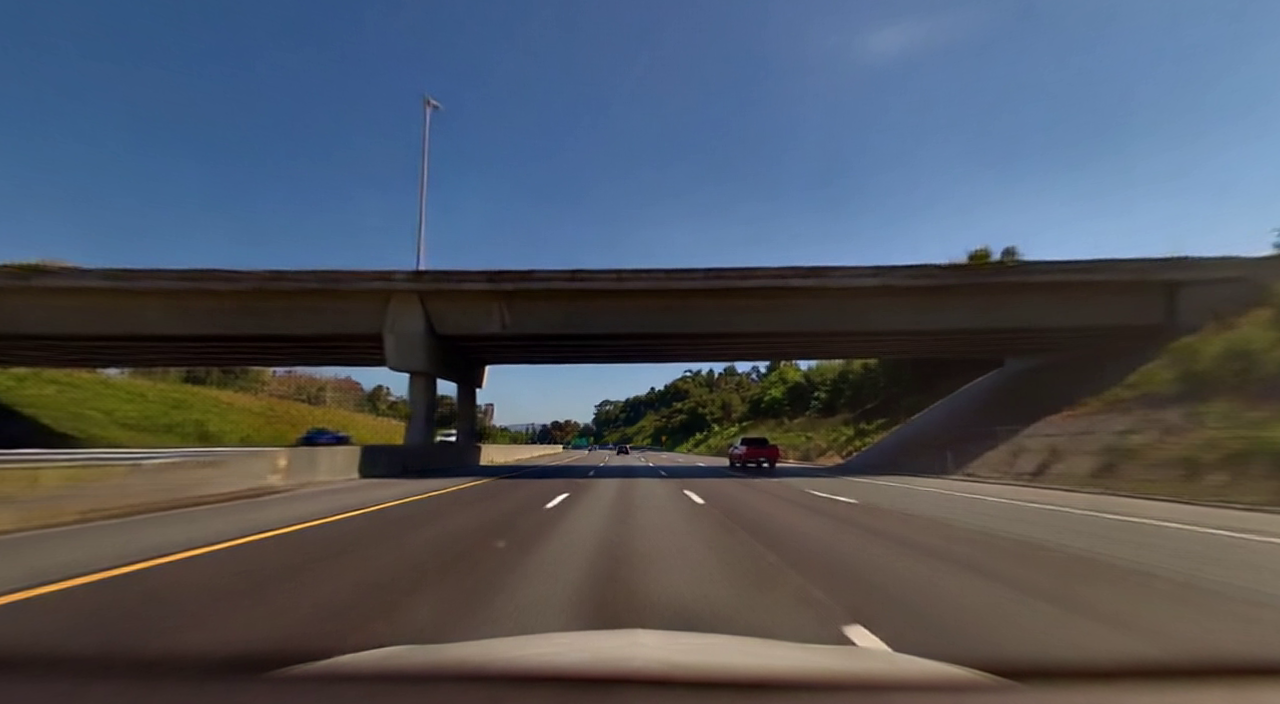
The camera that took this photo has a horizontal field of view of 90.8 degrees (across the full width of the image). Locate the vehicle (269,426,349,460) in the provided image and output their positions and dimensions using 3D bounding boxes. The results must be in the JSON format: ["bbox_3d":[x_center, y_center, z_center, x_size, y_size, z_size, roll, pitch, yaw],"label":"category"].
[{"bbox_3d":[-19.689,5.470,37.885,2.068,1.863,4.944,0,-9,0],"label":"vehicle"}]

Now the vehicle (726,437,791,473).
[{"bbox_3d":[6.586,5.838,35.992,2.395,1.819,6.086,0,-9,-2],"label":"vehicle"}]
